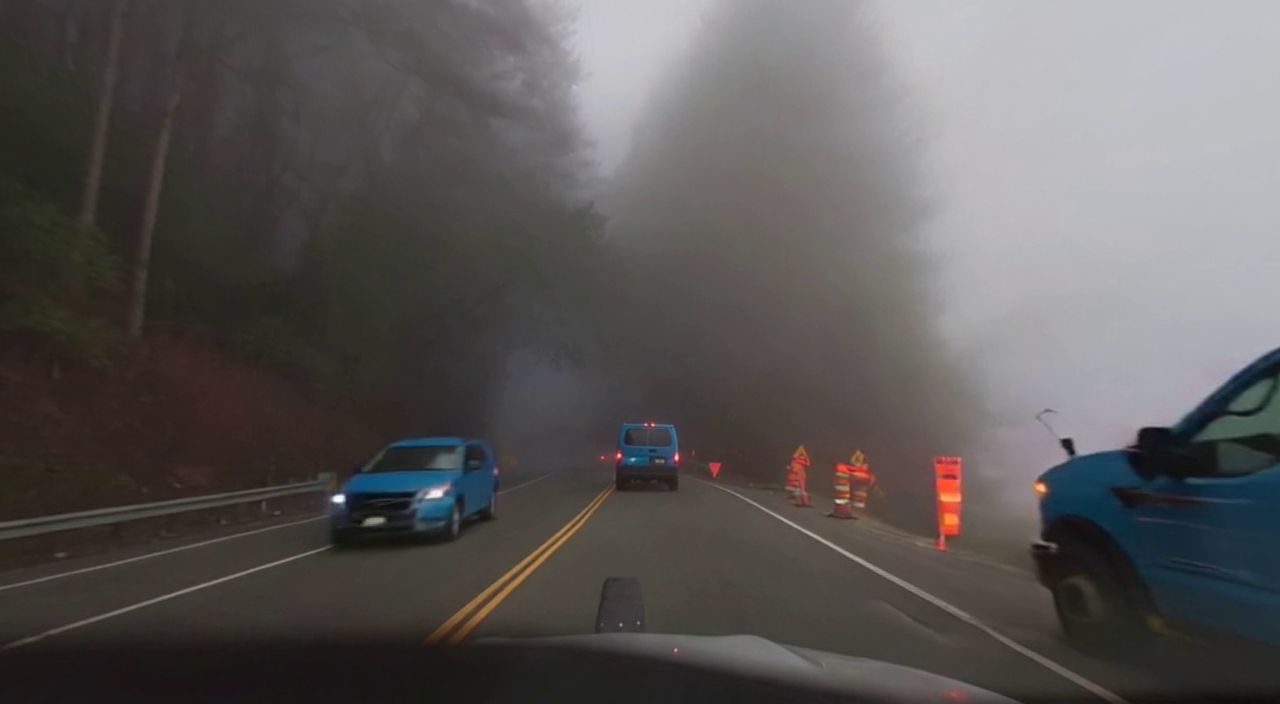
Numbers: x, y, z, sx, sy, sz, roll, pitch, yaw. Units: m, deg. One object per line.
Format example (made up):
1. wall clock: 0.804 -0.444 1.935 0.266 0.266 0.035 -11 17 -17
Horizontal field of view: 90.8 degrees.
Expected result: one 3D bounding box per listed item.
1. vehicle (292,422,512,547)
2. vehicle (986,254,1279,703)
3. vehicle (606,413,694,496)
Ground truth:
1. vehicle: -4.049 2.353 11.971 2.230 1.842 5.014 0 -9 0
2. vehicle: 3.834 0.395 0.776 2.833 2.033 7.668 0 -9 3
3. vehicle: 0.345 3.151 19.653 2.362 2.247 4.892 0 -9 2
